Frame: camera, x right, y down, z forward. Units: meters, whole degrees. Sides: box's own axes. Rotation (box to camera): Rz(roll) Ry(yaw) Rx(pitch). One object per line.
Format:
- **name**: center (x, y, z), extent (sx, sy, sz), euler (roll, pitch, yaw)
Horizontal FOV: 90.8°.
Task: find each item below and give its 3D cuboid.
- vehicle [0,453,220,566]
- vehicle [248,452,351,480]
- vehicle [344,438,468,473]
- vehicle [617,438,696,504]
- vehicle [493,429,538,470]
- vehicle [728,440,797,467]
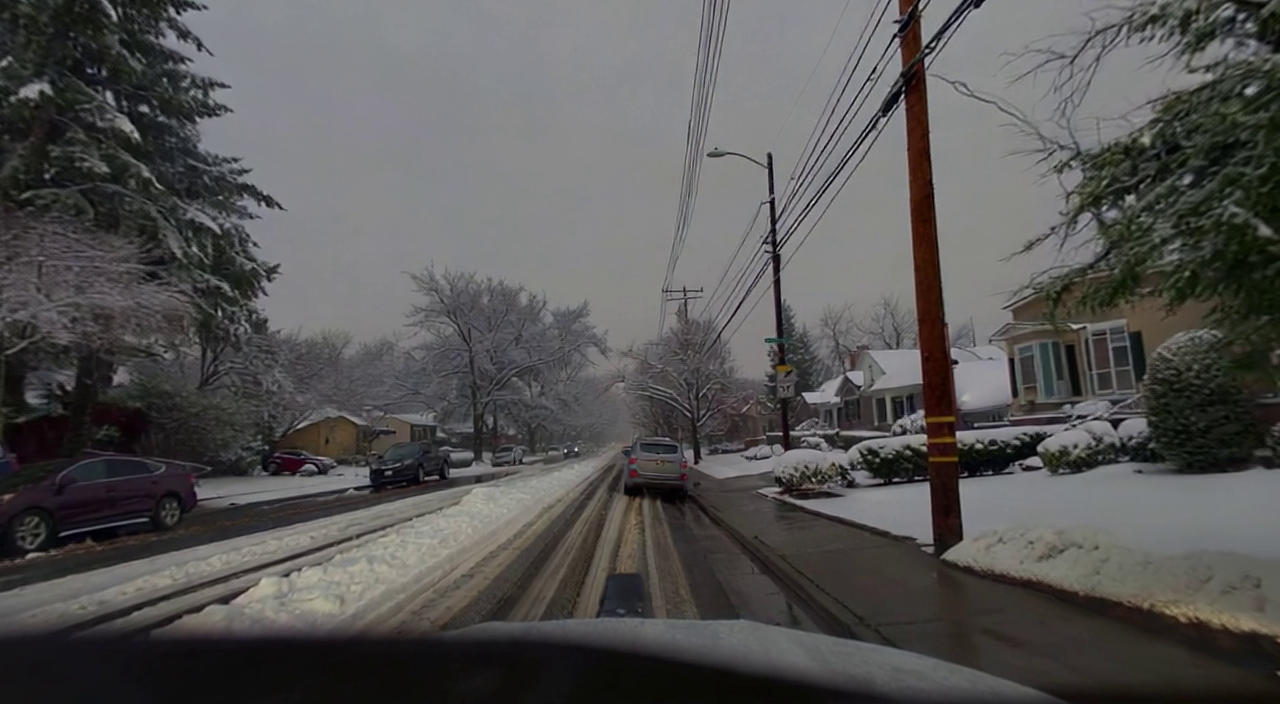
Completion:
- **vehicle**: center (-9.495, 2.425, 10.394), extent (1.968, 1.449, 4.502), euler (0, -9, 2)
- **vehicle**: center (-18.206, 6.100, 33.935), extent (4.481, 1.420, 1.712), euler (1, -9, -3)
- **vehicle**: center (-13.978, 6.208, 38.051), extent (6.488, 2.009, 2.354), euler (0, -9, 1)
- **vehicle**: center (0.469, 3.134, 16.987), extent (1.908, 1.572, 3.105), euler (0, -9, 2)
- **vehicle**: center (-9.447, 7.460, 48.539), extent (2.199, 2.902, 5.848), euler (0, -8, 1)
- **vehicle**: center (7.857, 6.518, 40.711), extent (4.075, 1.674, 1.811), euler (0, -9, 0)
